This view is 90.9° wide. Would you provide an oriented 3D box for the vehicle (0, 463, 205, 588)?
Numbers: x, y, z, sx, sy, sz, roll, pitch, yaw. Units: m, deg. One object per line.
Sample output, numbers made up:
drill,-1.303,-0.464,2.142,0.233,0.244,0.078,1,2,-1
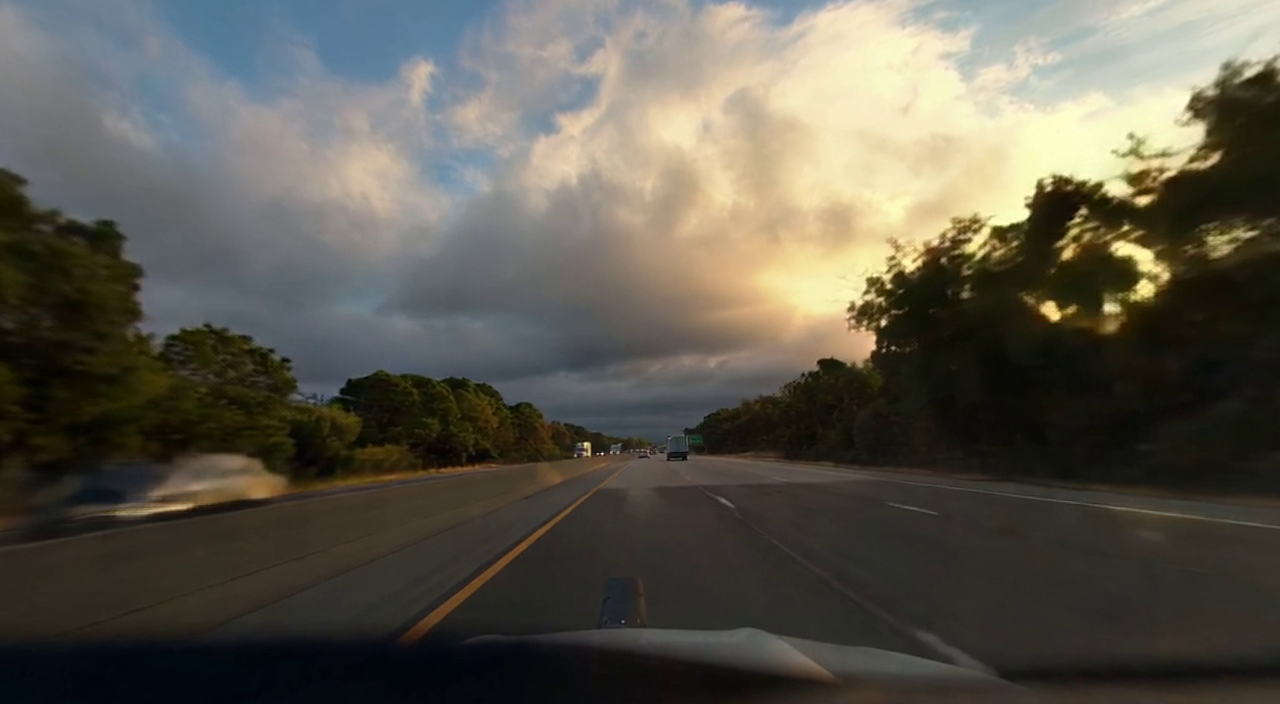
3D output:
vehicle,-8.766,2.419,9.293,1.777,1.444,4.029,0,-9,0
